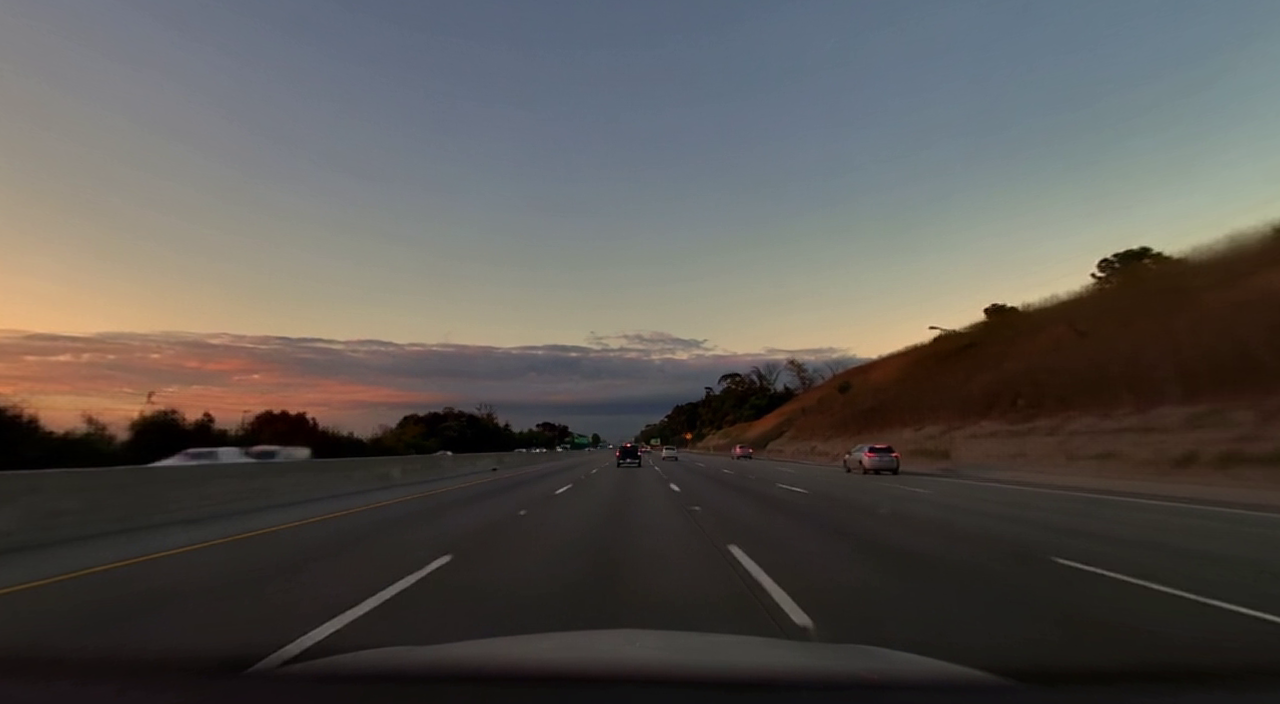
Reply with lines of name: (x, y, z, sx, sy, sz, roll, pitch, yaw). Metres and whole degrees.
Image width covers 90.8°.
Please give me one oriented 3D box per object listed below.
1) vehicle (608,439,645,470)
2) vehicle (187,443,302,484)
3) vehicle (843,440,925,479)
vehicle: (-0.821, 6.252, 38.610, 2.121, 1.739, 4.087, 0, -9, -1)
vehicle: (-15.020, 4.230, 24.289, 1.875, 1.440, 3.887, 0, -9, 0)
vehicle: (11.138, 4.921, 29.183, 1.912, 1.673, 4.438, 0, -9, -1)
